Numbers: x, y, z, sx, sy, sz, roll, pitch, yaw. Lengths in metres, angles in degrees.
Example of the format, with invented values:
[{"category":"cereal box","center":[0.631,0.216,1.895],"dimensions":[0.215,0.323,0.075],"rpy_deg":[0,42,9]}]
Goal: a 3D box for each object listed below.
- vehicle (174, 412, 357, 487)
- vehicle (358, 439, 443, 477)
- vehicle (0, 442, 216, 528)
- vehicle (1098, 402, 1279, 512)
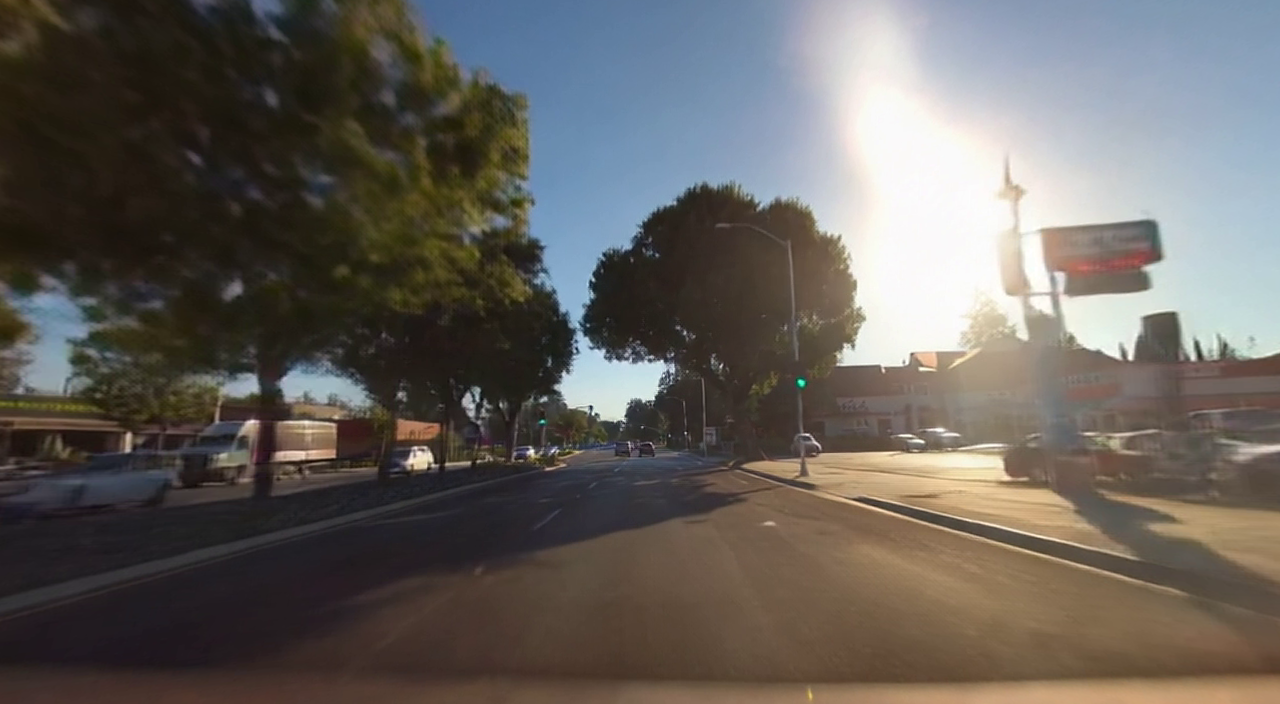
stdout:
[{"category":"vehicle","center":[-18.949,5.092,33.182],"dimensions":[2.958,3.304,10.523],"rpy_deg":[0,-9,1]},{"category":"vehicle","center":[-11.174,4.976,29.814],"dimensions":[2.078,1.656,4.624],"rpy_deg":[0,-9,1]},{"category":"vehicle","center":[-11.531,2.699,13.438],"dimensions":[1.860,1.495,4.409],"rpy_deg":[0,-9,1]},{"category":"vehicle","center":[12.483,1.996,12.607],"dimensions":[4.882,1.927,2.029],"rpy_deg":[-3,-8,2]}]
